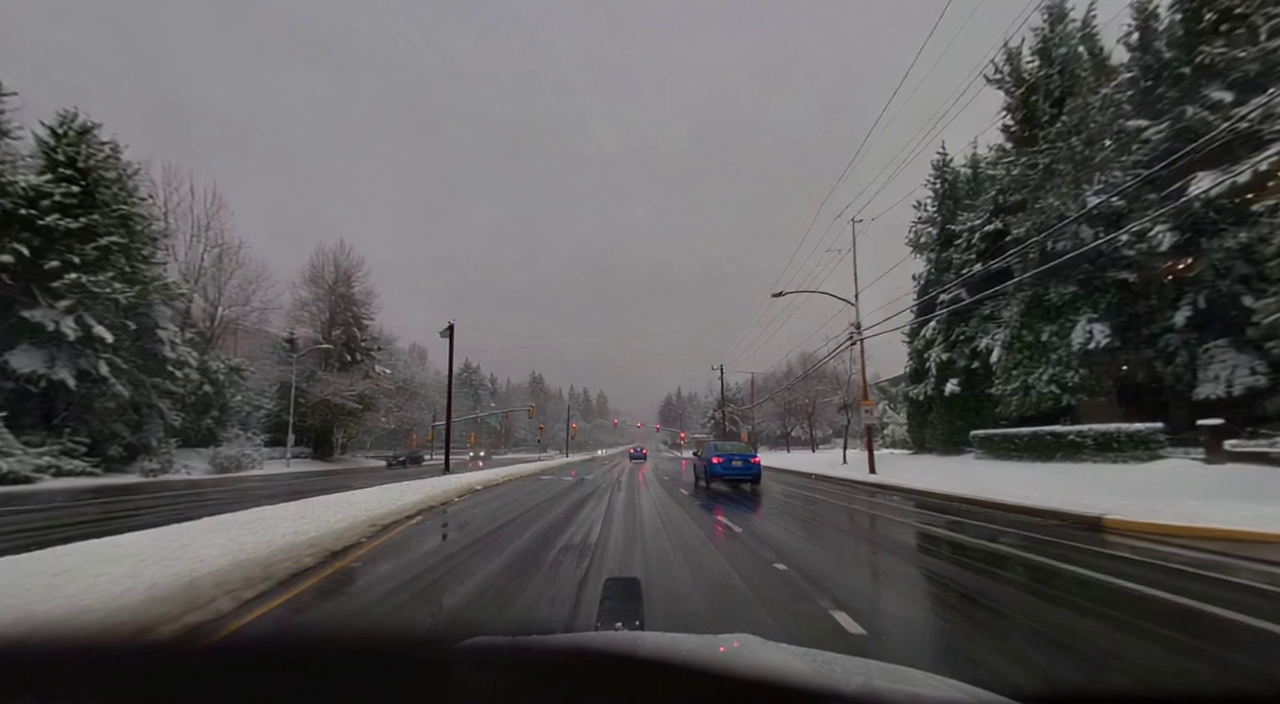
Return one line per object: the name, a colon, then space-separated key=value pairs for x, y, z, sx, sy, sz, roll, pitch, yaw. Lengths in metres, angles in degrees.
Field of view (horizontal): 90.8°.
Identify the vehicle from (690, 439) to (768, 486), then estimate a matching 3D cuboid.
vehicle: x=2.994 y=3.834 z=22.264 sx=2.004 sy=1.448 sz=4.263 roll=0 pitch=-8 yaw=-2
